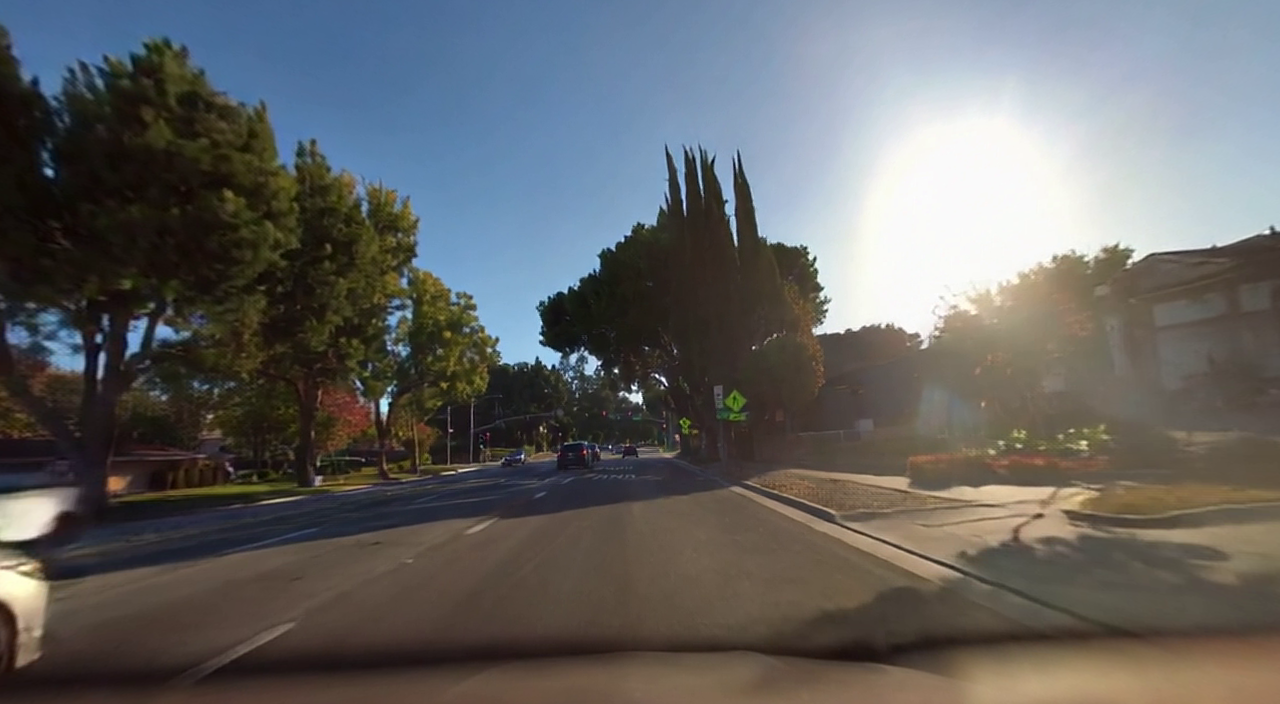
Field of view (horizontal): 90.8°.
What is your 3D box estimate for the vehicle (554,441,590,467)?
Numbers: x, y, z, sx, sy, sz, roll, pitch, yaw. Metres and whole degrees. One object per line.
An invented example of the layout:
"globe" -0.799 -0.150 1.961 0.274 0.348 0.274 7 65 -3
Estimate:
"vehicle" -4.833 7.269 45.244 2.065 1.714 4.272 0 -8 0
